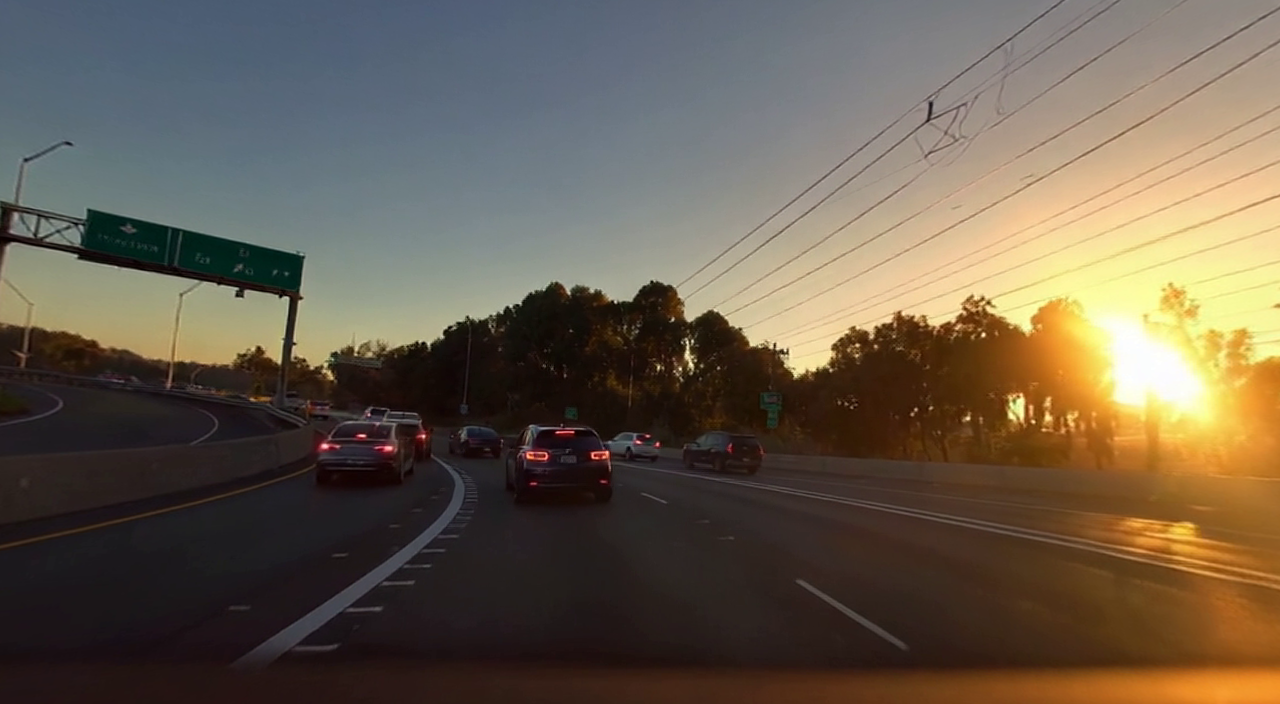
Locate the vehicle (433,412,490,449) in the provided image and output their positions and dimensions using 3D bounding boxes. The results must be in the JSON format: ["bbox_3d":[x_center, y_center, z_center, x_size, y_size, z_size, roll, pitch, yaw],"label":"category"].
[{"bbox_3d":[-9.585,4.234,33.583,2.042,1.817,4.650,4,-9,-26],"label":"vehicle"}]

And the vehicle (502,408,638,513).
[{"bbox_3d":[-1.596,2.127,12.753,2.140,1.724,4.304,2,-9,-14],"label":"vehicle"}]

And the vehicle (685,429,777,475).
[{"bbox_3d":[3.799,4.320,27.464,2.079,1.807,4.682,3,-9,-18],"label":"vehicle"}]

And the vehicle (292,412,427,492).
[{"bbox_3d":[-6.183,2.270,14.521,2.033,1.501,4.623,2,-9,-14],"label":"vehicle"}]
